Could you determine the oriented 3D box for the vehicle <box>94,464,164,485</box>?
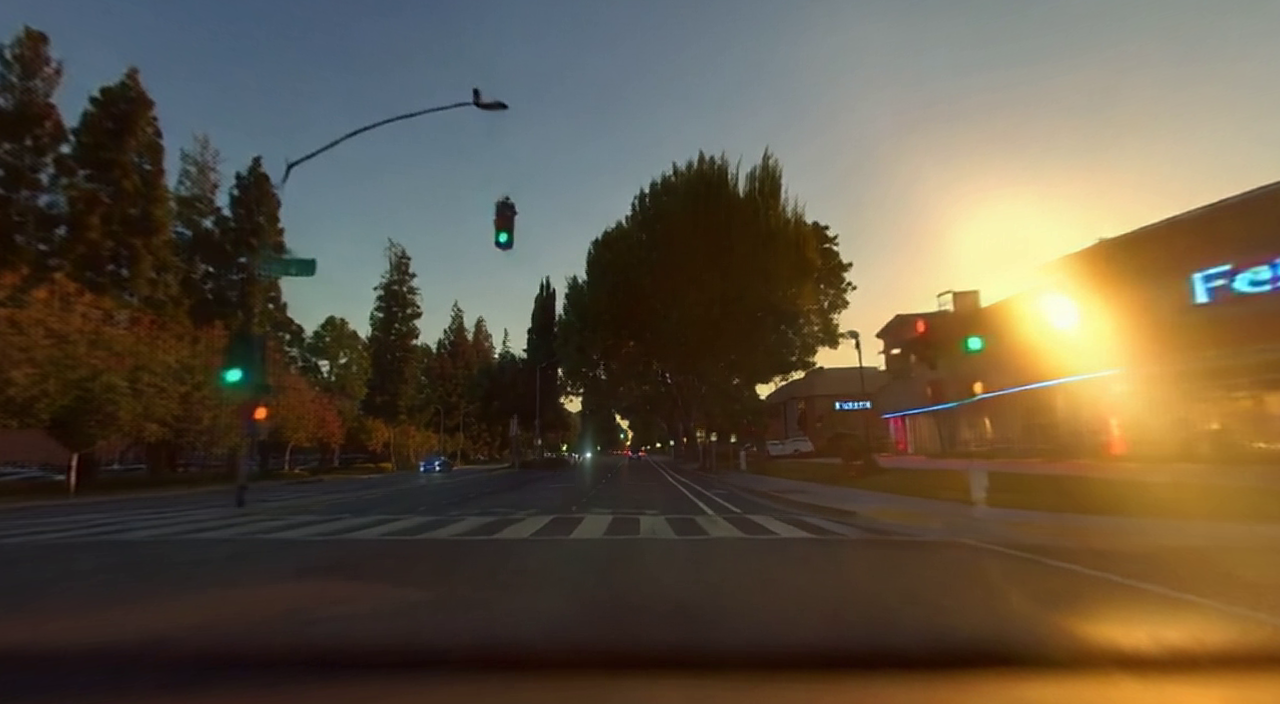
[{"bbox_3d":[-37.055,8.888,45.859,3.470,1.401,1.748,0,-8,-2],"label":"vehicle"}]
